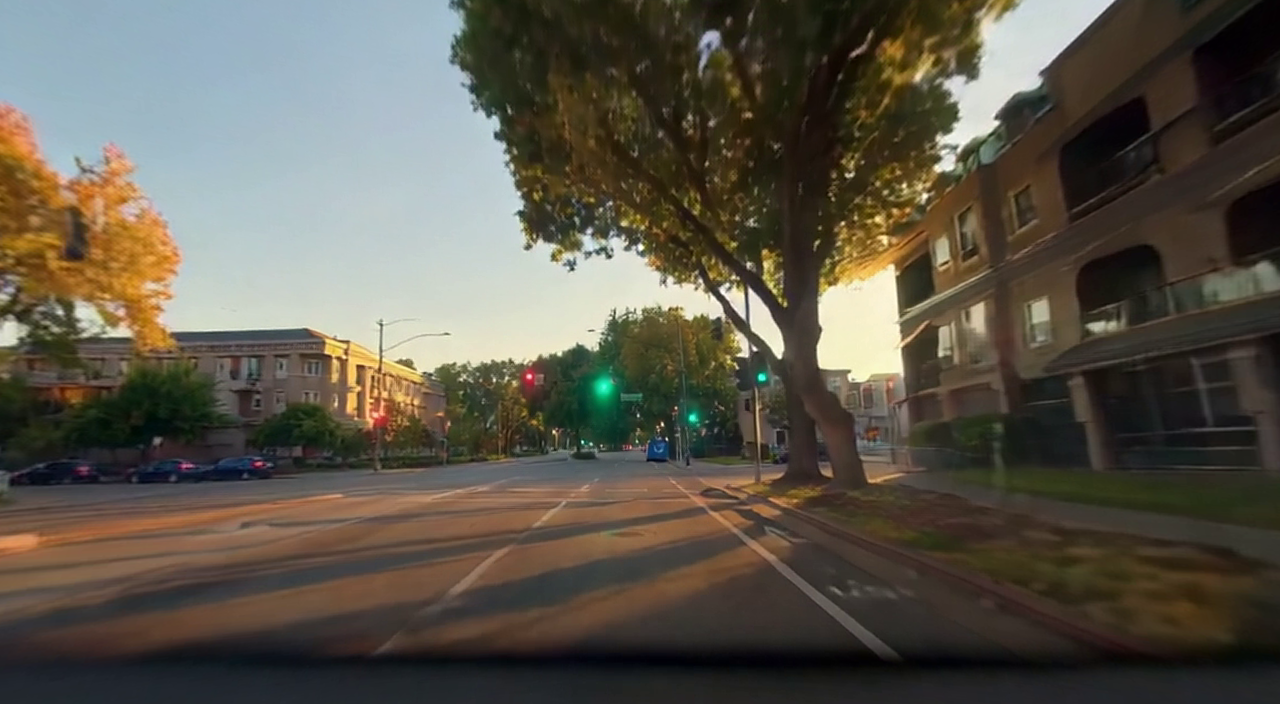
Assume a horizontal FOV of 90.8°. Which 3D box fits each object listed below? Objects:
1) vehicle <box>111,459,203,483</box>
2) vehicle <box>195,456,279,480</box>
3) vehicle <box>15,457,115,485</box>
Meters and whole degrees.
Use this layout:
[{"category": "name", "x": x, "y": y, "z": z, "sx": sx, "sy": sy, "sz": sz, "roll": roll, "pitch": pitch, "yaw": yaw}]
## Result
[{"category": "vehicle", "x": -31.508, "y": 7.751, "z": 41.290, "sx": 4.453, "sy": 1.441, "sz": 1.770, "roll": 0, "pitch": -9, "yaw": -1}, {"category": "vehicle", "x": -26.398, "y": 7.625, "z": 41.470, "sx": 4.153, "sy": 1.493, "sz": 1.808, "roll": 0, "pitch": -9, "yaw": -2}, {"category": "vehicle", "x": -37.461, "y": 7.741, "z": 41.212, "sx": 4.593, "sy": 1.674, "sz": 1.893, "roll": 0, "pitch": -9, "yaw": 0}]
